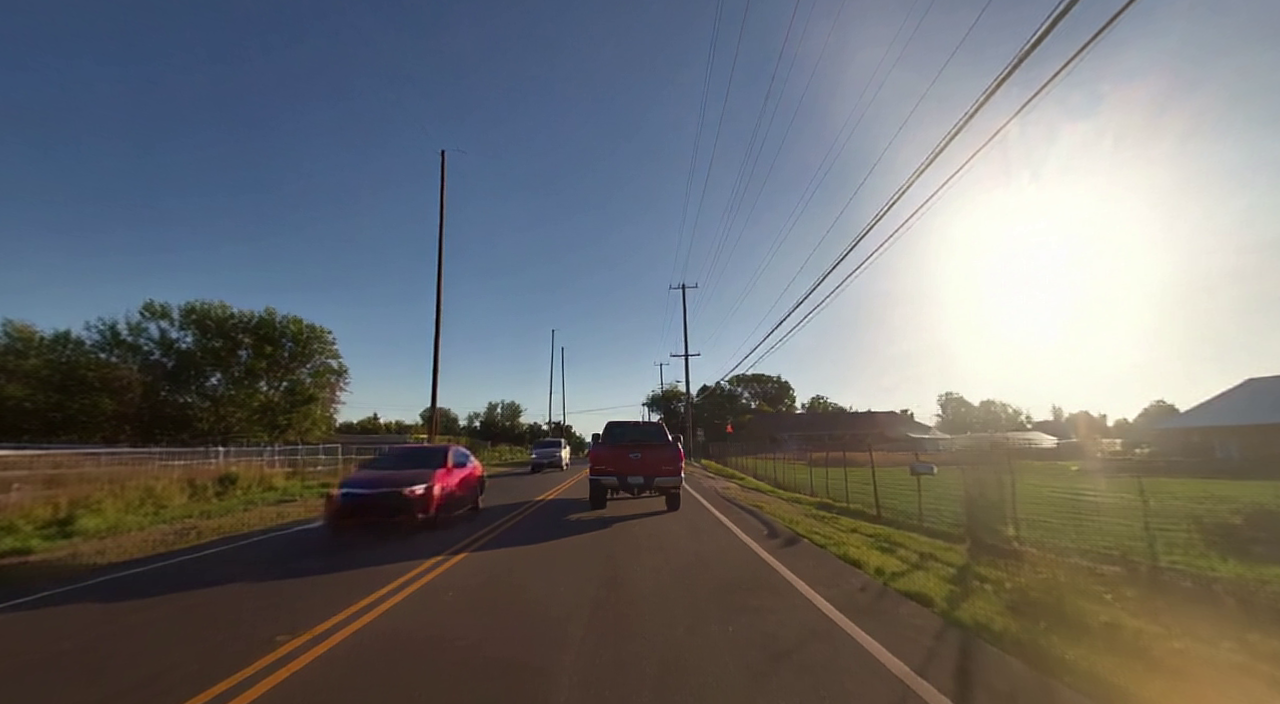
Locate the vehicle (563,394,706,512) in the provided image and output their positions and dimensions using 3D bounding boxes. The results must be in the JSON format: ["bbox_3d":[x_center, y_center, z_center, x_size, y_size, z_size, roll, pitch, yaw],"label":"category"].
[{"bbox_3d":[-0.154,2.336,14.919,2.693,2.223,5.885,0,-8,-1],"label":"vehicle"}]

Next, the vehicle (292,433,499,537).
[{"bbox_3d":[-4.051,2.263,11.452,1.935,1.489,4.495,0,-8,0],"label":"vehicle"}]

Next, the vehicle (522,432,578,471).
[{"bbox_3d":[-4.447,5.045,32.100,2.077,1.805,4.891,0,-8,1],"label":"vehicle"}]
